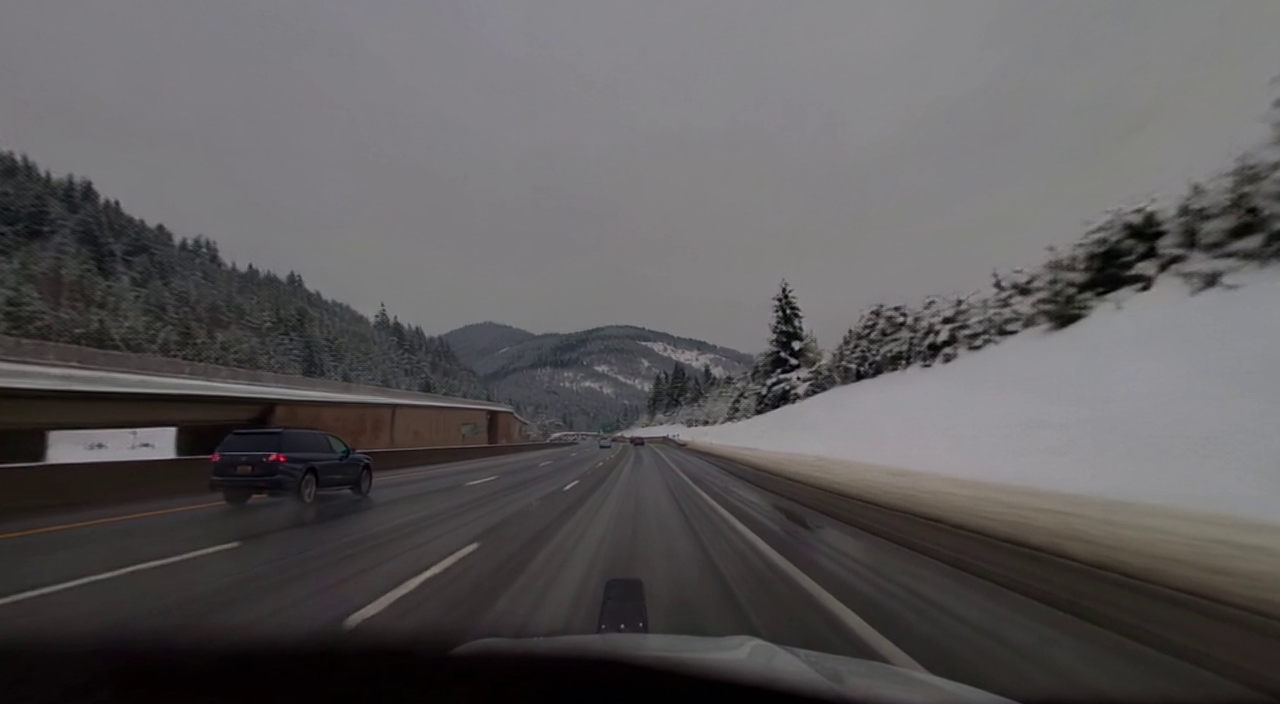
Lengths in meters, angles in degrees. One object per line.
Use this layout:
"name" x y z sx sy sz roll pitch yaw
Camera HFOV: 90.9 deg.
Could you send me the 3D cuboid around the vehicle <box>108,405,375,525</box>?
"vehicle" -7.514 2.202 12.757 2.151 1.925 4.945 0 -9 0
